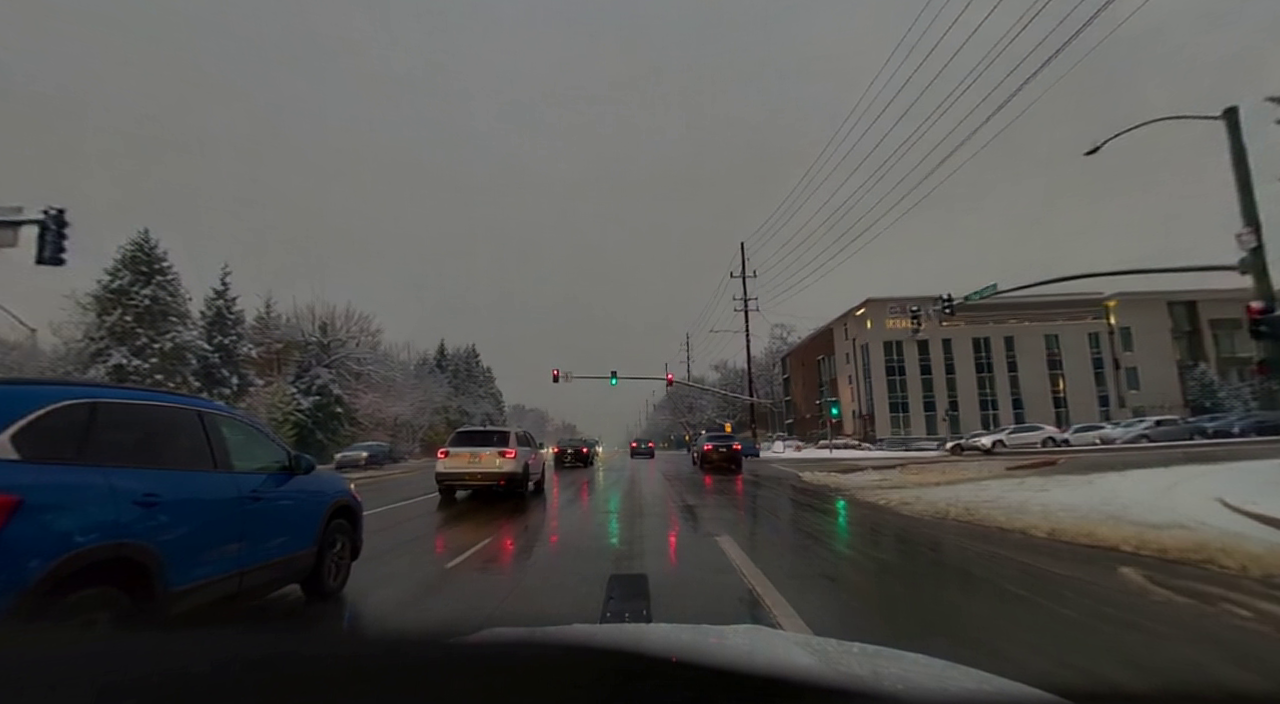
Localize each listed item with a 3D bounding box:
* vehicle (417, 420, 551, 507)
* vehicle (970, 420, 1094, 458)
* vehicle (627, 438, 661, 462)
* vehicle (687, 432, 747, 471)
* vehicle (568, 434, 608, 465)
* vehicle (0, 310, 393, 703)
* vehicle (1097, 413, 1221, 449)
[{"bbox_3d":[-3.467,2.562,14.963,1.958,1.744,4.315,0,-8,2],"label":"vehicle"},{"bbox_3d":[19.724,4.401,31.820,5.033,1.802,1.928,1,-8,-5],"label":"vehicle"},{"bbox_3d":[0.260,6.506,42.101,2.185,1.515,4.215,0,-8,1],"label":"vehicle"},{"bbox_3d":[3.565,4.709,30.037,2.201,1.734,4.564,0,-8,-1],"label":"vehicle"},{"bbox_3d":[-2.958,5.652,36.595,1.900,1.677,4.128,0,-8,2],"label":"vehicle"},{"bbox_3d":[-3.382,0.918,3.582,2.127,1.754,4.287,0,-8,1],"label":"vehicle"},{"bbox_3d":[26.236,4.010,31.973,4.439,1.748,2.037,0,-8,1],"label":"vehicle"}]
